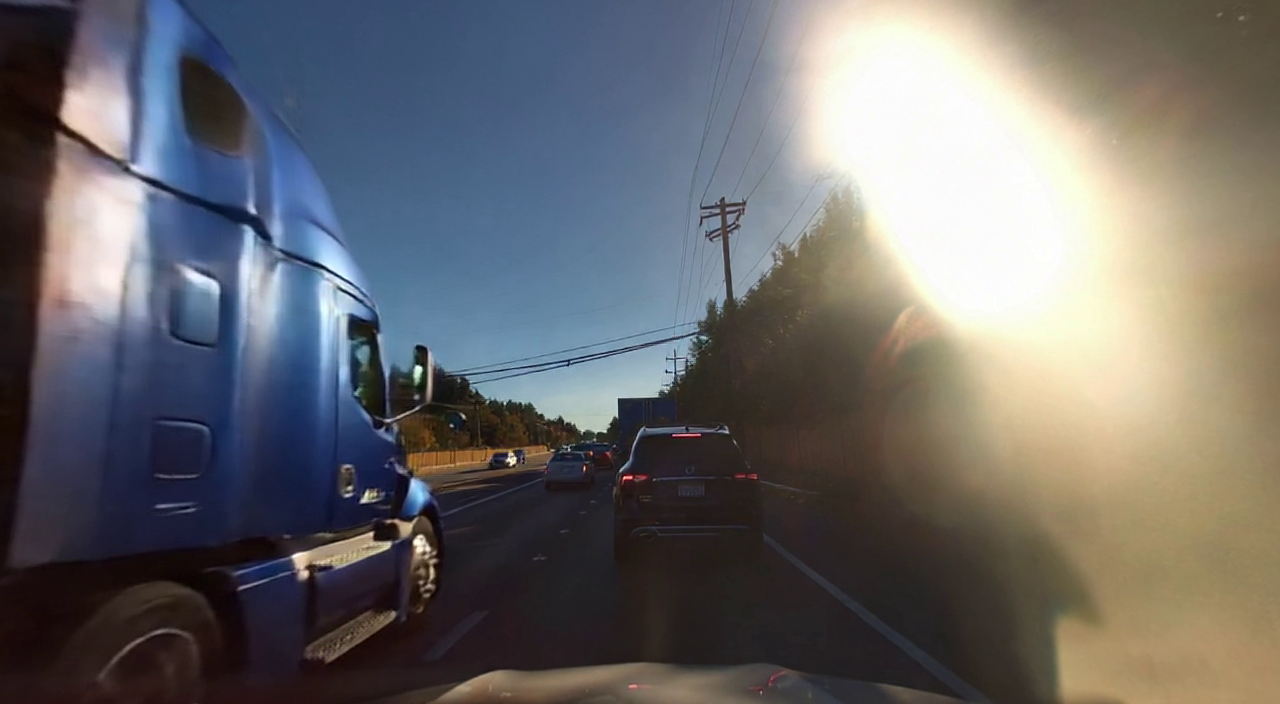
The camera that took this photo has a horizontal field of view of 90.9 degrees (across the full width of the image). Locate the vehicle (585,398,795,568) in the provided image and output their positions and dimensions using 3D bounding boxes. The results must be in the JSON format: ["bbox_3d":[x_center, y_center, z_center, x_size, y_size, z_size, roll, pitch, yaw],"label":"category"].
[{"bbox_3d":[0.495,1.673,8.695,2.174,1.749,4.113,0,-9,-1],"label":"vehicle"}]

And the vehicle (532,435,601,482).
[{"bbox_3d":[-2.703,4.077,24.309,2.037,1.639,4.213,0,-9,2],"label":"vehicle"}]

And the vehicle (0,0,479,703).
[{"bbox_3d":[-3.093,-0.039,1.668,2.928,3.658,8.980,0,-9,0],"label":"vehicle"}]
